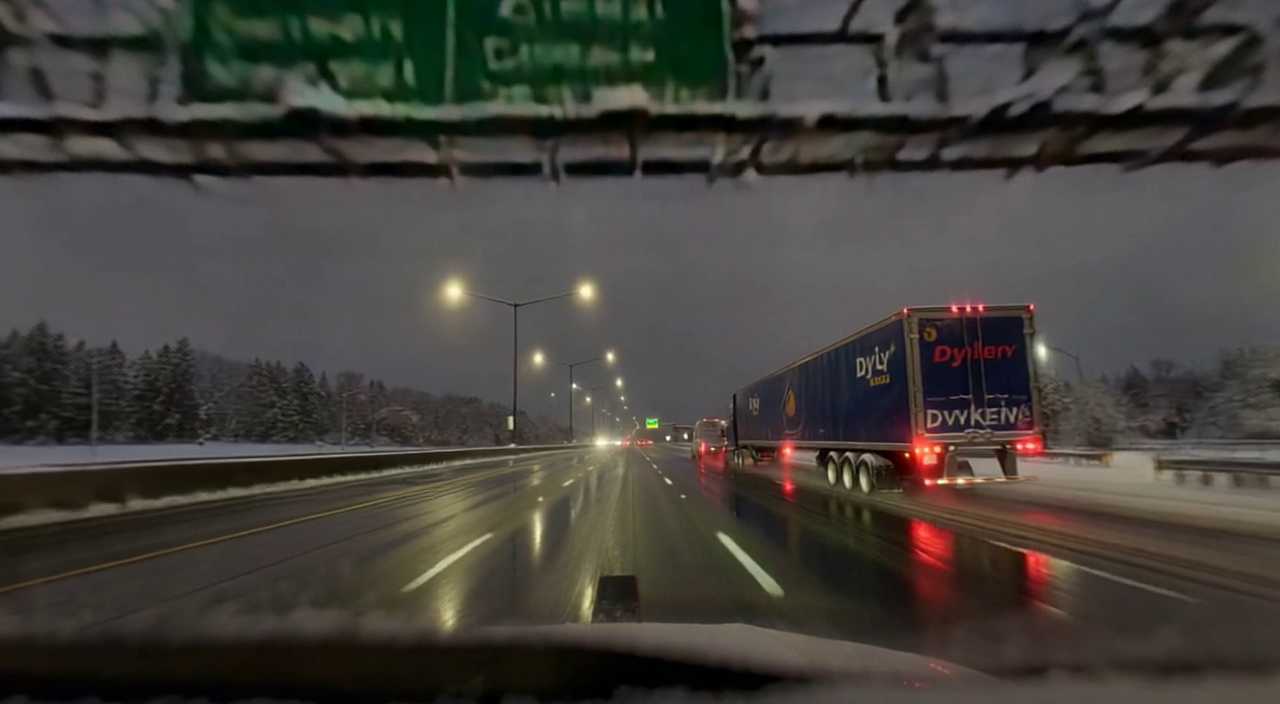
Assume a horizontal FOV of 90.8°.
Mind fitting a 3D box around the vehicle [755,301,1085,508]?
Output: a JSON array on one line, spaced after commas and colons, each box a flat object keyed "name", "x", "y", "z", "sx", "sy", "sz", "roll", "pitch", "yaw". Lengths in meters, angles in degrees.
[{"name": "vehicle", "x": 6.749, "y": 2.128, "z": 20.095, "sx": 2.962, "sy": 3.947, "sz": 16.241, "roll": 0, "pitch": -8, "yaw": -1}]
